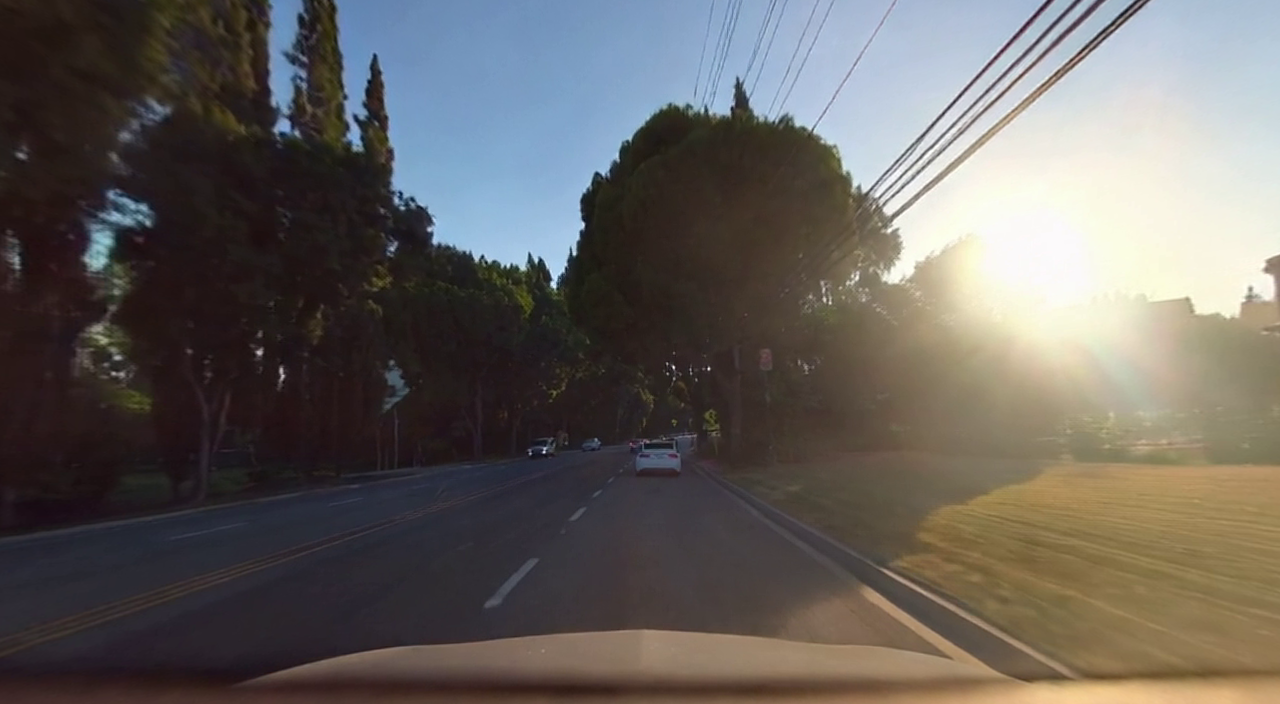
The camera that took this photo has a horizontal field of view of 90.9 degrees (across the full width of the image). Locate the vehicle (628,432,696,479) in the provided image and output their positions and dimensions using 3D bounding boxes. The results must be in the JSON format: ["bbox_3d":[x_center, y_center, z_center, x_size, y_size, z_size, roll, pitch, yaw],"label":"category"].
[{"bbox_3d":[0.713,3.613,22.286,2.153,1.461,4.374,-1,-8,0],"label":"vehicle"}]
